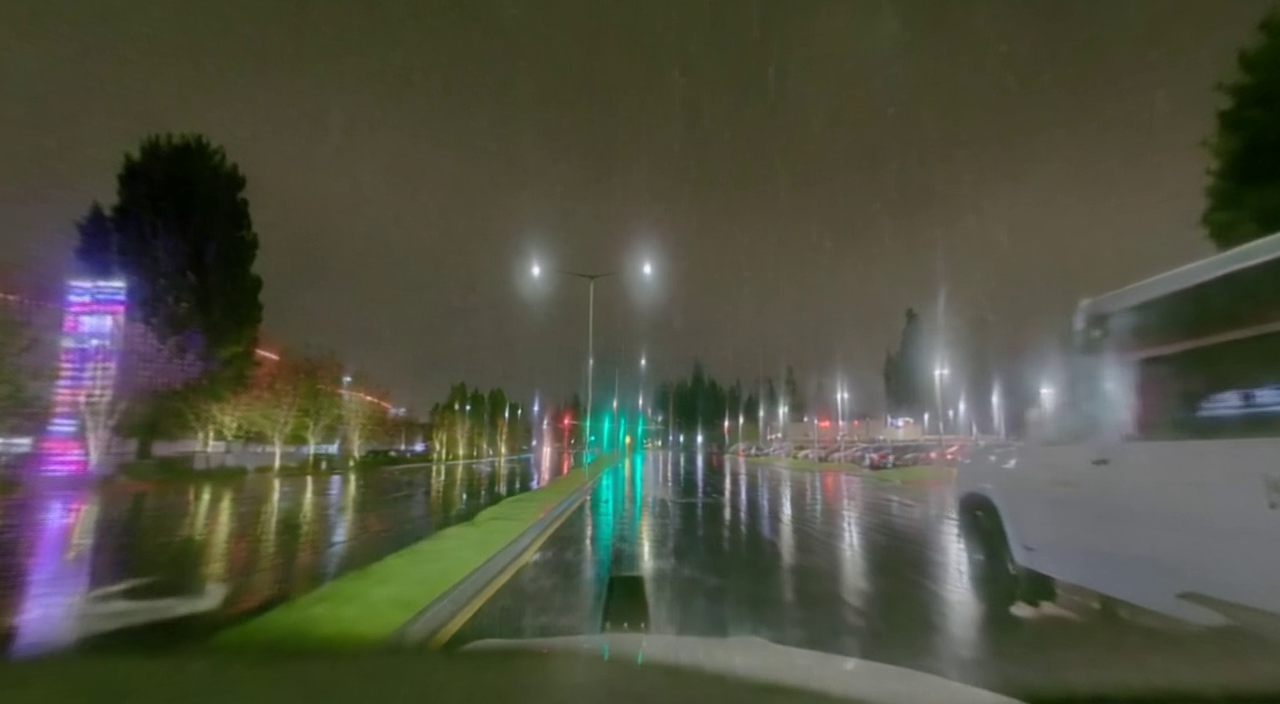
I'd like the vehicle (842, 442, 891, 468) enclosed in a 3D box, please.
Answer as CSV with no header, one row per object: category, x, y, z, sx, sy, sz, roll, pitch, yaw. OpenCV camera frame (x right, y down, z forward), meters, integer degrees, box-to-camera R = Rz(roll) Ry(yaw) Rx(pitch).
vehicle,16.880,7.678,47.122,1.882,1.699,4.367,-2,-7,-2

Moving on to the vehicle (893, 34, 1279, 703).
vehicle,3.294,0.339,2.149,2.484,2.642,5.990,0,-8,2
